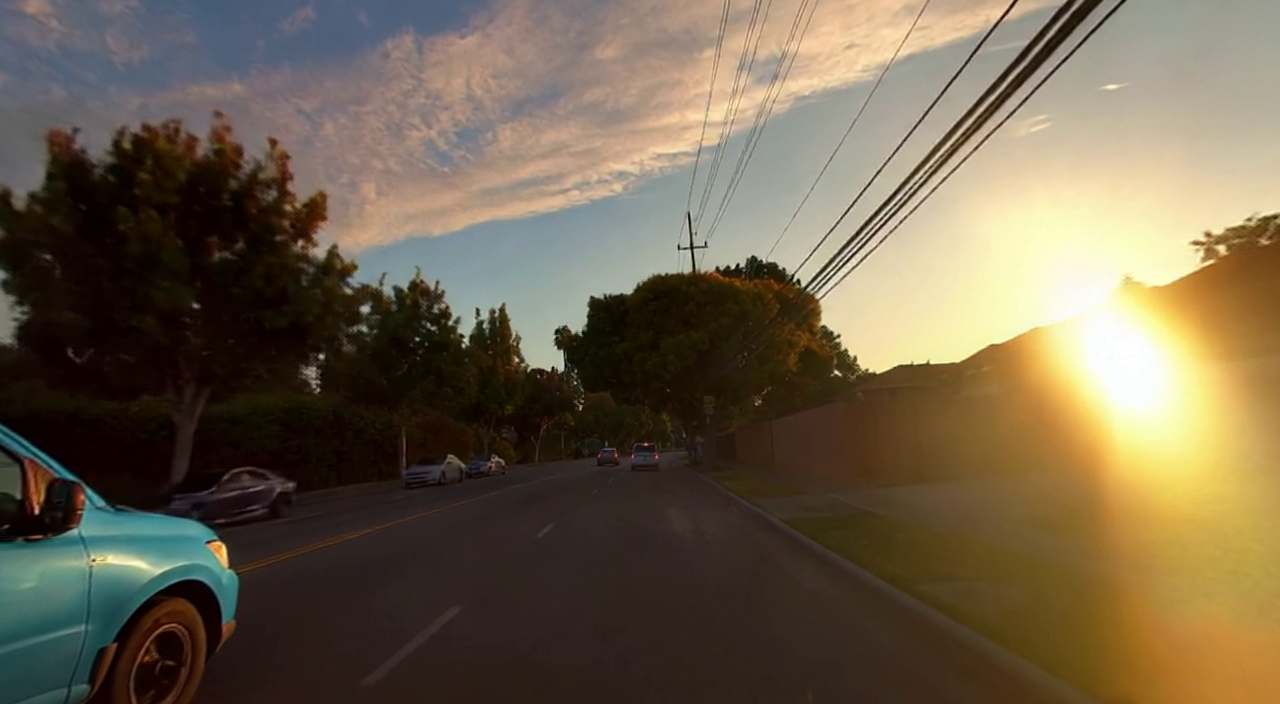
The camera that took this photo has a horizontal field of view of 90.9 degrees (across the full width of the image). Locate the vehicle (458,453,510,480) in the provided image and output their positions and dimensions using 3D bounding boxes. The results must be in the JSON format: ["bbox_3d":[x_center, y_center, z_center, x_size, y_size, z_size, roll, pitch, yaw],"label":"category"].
[{"bbox_3d":[-9.623,7.080,39.189,2.005,1.471,4.330,0,-9,2],"label":"vehicle"}]

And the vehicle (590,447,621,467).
[{"bbox_3d":[-2.565,8.034,48.397,1.968,1.472,4.489,0,-9,2],"label":"vehicle"}]

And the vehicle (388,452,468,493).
[{"bbox_3d":[-9.608,5.468,28.942,2.068,1.480,4.641,-5,-9,0],"label":"vehicle"}]

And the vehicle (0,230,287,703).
[{"bbox_3d":[-3.502,0.464,1.063,2.336,2.152,5.866,0,-9,1],"label":"vehicle"}]

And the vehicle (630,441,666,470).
[{"bbox_3d":[0.505,6.417,39.268,2.120,1.718,3.909,0,-9,1],"label":"vehicle"}]
